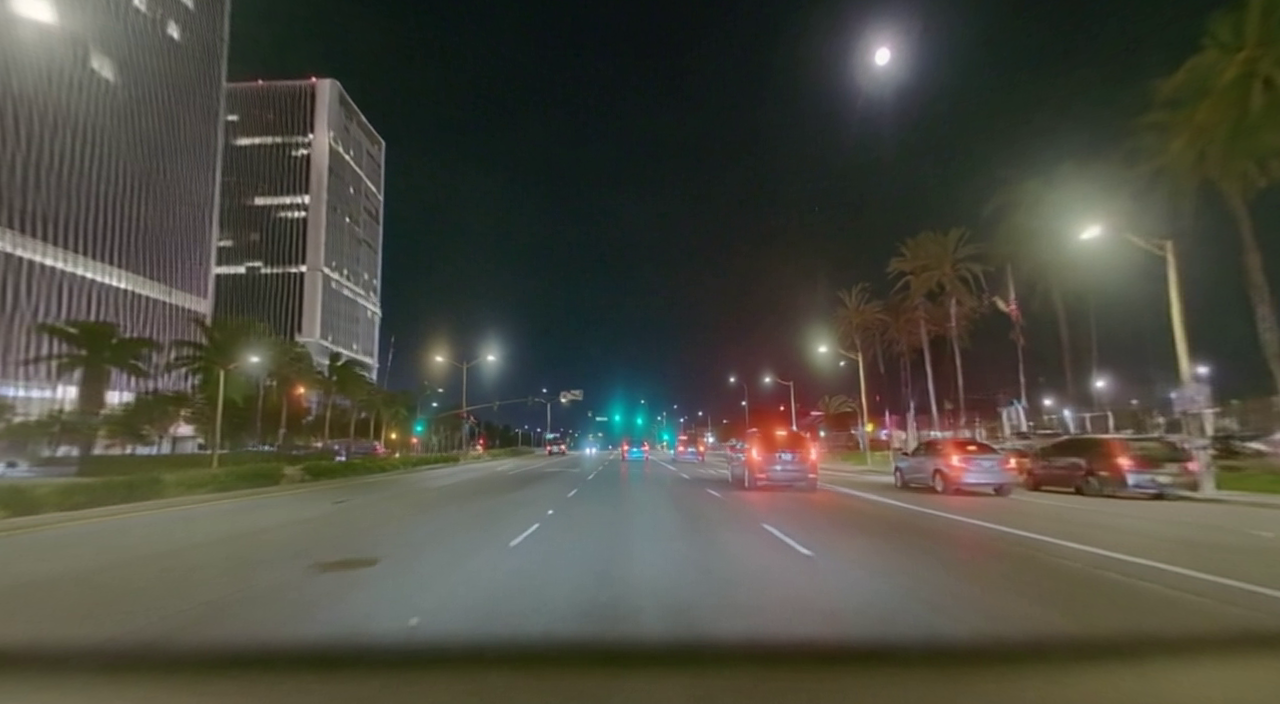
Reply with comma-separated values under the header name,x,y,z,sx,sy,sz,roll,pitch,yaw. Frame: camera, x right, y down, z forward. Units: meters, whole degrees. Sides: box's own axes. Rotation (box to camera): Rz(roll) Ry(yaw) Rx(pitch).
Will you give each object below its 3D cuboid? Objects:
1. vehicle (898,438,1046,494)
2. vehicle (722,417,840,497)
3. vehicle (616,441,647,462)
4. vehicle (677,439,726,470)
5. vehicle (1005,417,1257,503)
name,x,y,z,sx,sy,sz,roll,pitch,yaw
vehicle,9.689,3.346,18.926,1.871,1.465,4.395,0,-9,-2
vehicle,3.759,2.922,17.843,2.104,1.910,4.693,0,-9,-2
vehicle,-0.653,7.307,46.384,2.115,1.464,4.205,0,-9,-1
vehicle,3.189,5.425,33.639,2.010,1.509,4.377,0,-9,-2
vehicle,12.732,2.853,17.082,2.157,1.937,5.386,0,-9,-5
